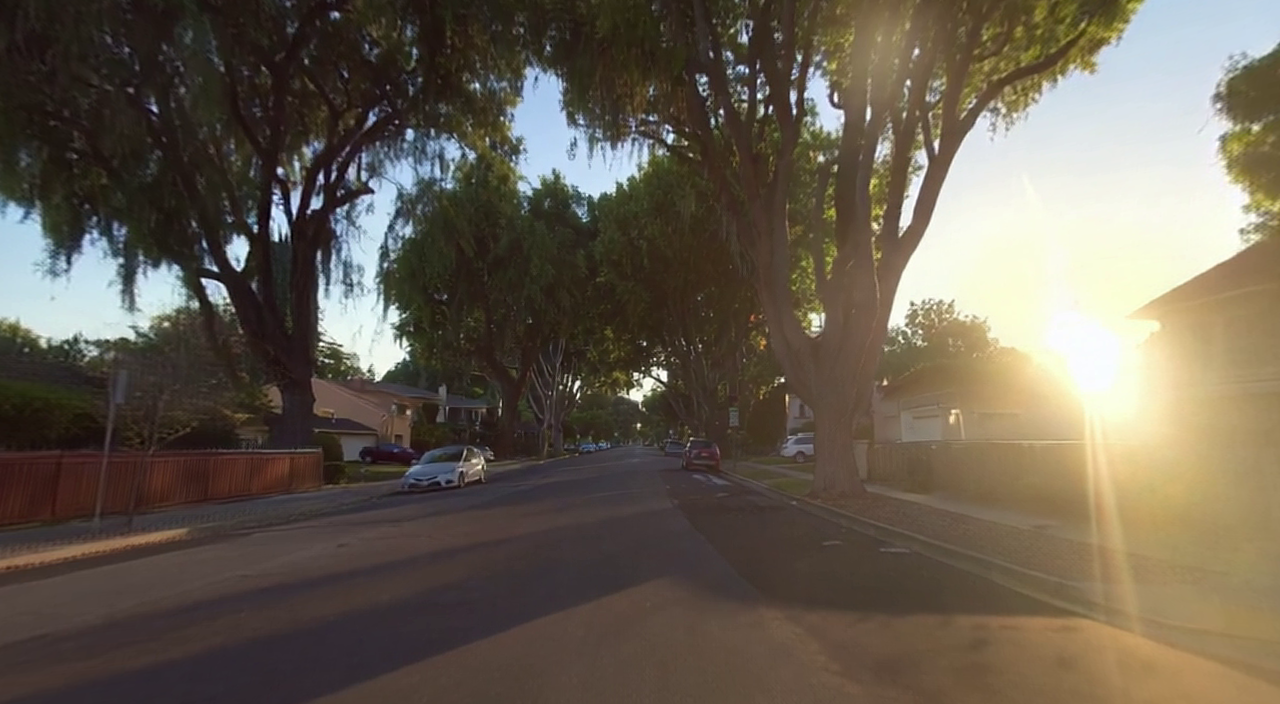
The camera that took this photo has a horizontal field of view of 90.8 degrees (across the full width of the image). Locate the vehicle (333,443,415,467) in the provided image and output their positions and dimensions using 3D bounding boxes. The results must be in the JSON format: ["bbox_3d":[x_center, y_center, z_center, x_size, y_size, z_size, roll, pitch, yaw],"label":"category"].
[{"bbox_3d":[-16.410,6.355,39.074,4.276,1.463,1.832,-1,-8,6],"label":"vehicle"}]

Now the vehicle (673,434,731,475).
[{"bbox_3d":[3.017,5.138,31.938,2.241,1.875,5.059,0,-8,-2],"label":"vehicle"}]

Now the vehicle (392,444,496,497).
[{"bbox_3d":[-6.510,3.939,21.551,2.099,1.399,4.357,-4,-7,1],"label":"vehicle"}]

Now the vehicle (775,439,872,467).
[{"bbox_3d":[10.212,5.684,35.515,5.041,1.486,1.969,-2,-8,11],"label":"vehicle"}]
